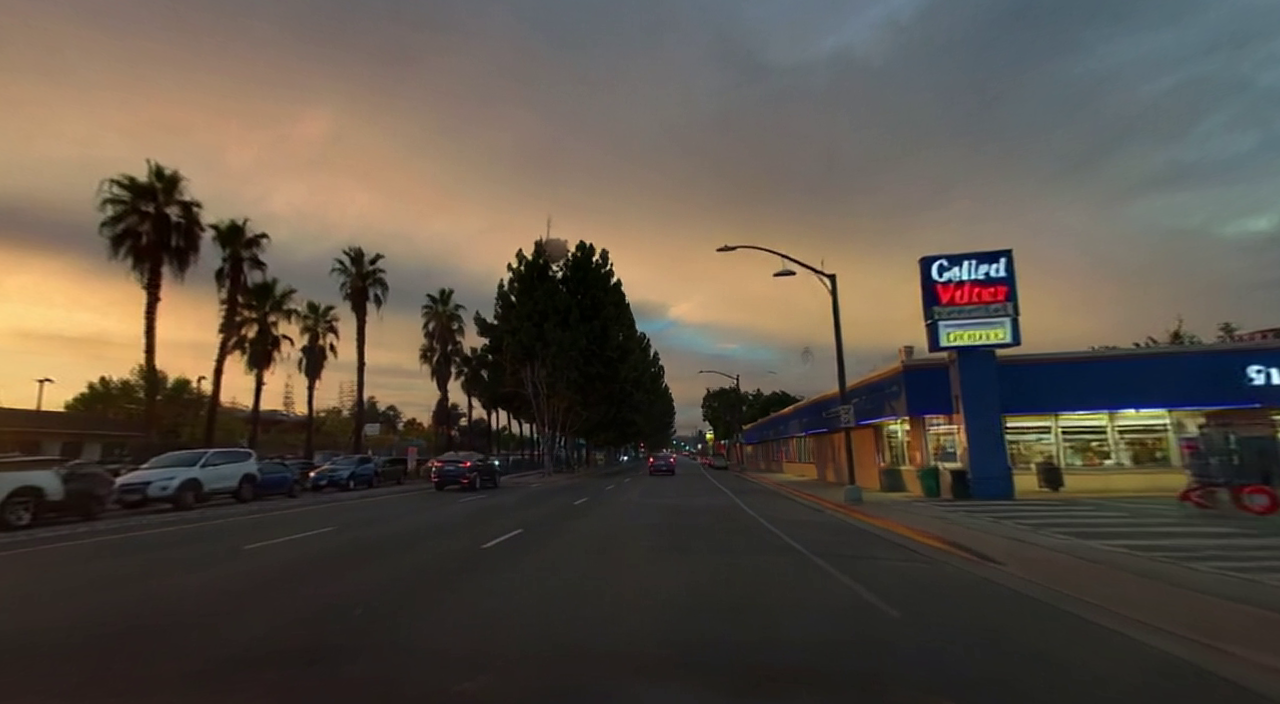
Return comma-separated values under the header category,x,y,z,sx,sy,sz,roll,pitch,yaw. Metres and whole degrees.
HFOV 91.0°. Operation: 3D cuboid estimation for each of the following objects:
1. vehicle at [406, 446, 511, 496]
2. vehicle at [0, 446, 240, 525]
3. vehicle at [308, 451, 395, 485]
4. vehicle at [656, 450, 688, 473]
category,x,y,z,sx,sy,sz,roll,pitch,yaw
vehicle,-6.126,4.039,21.911,2.090,1.520,4.452,0,-8,4
vehicle,-11.919,2.929,14.572,1.981,1.493,4.721,0,-8,3
vehicle,-14.106,5.679,31.119,1.874,1.488,4.612,0,-8,4
vehicle,2.325,7.729,44.766,2.139,1.461,4.918,0,-8,3
